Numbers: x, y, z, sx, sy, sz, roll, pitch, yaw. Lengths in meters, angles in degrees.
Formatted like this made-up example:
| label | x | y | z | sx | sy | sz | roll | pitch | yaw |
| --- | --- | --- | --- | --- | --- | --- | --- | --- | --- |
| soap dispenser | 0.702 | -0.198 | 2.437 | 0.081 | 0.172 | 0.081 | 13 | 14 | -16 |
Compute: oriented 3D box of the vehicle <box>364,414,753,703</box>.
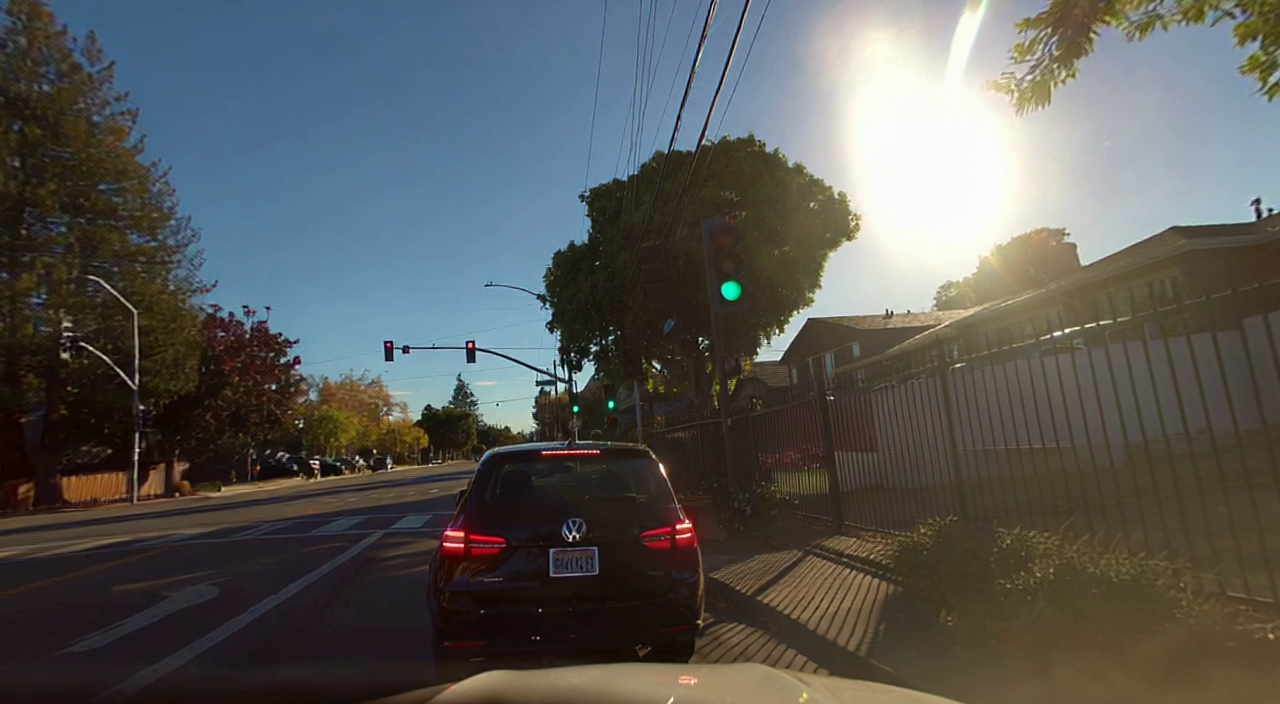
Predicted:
| label | x | y | z | sx | sy | sz | roll | pitch | yaw |
| --- | --- | --- | --- | --- | --- | --- | --- | --- | --- |
| vehicle | -0.669 | 1.363 | 5.229 | 2.024 | 1.502 | 3.702 | 1 | -9 | -9 |
